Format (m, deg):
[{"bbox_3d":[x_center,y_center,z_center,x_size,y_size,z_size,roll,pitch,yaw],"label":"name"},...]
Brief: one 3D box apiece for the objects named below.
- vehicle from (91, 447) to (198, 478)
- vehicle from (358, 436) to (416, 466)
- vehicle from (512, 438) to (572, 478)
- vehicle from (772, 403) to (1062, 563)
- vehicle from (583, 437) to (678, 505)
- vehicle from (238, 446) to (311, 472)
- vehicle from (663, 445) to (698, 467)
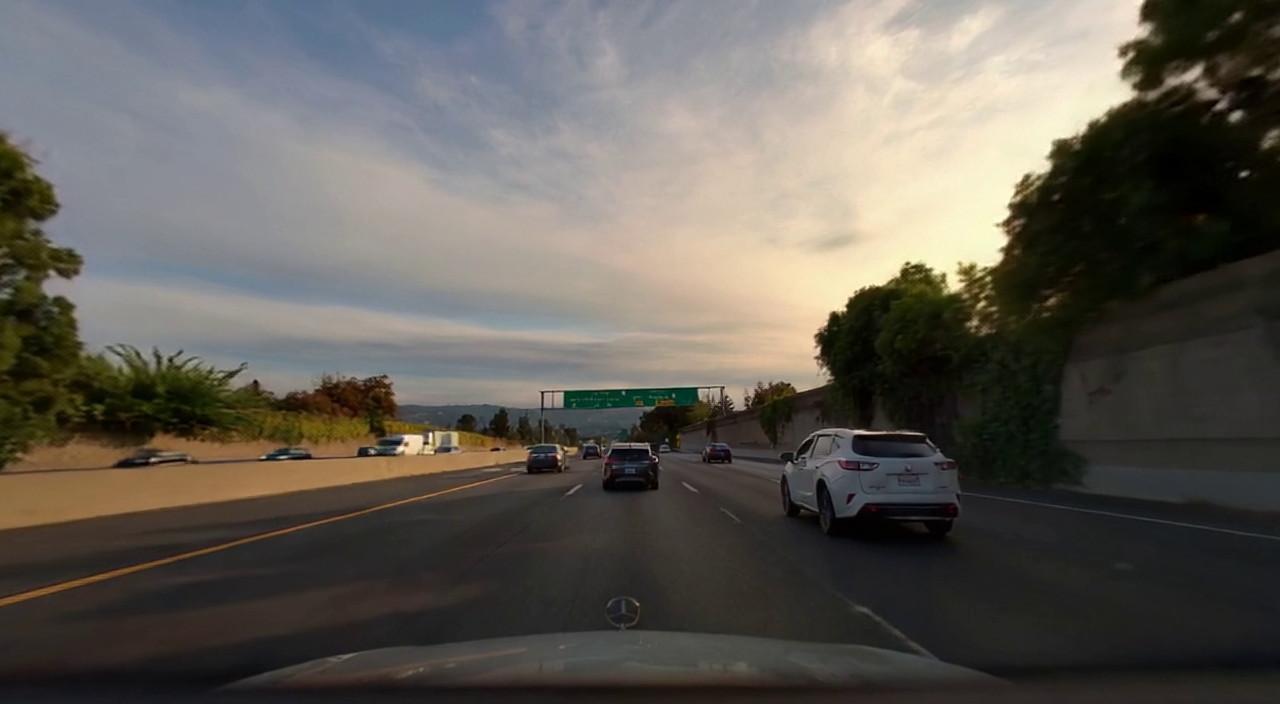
[{"bbox_3d":[-26.187,5.804,33.635,1.915,1.491,4.771,0,-8,-2],"label":"vehicle"},{"bbox_3d":[-18.757,7.383,47.152,2.233,2.092,5.457,0,-8,-3],"label":"vehicle"},{"bbox_3d":[-4.704,5.192,31.151,2.218,1.776,5.031,0,-8,-1],"label":"vehicle"},{"bbox_3d":[3.635,1.826,9.558,2.162,1.800,4.693,0,-8,-1],"label":"vehicle"},{"bbox_3d":[-0.264,2.920,15.941,2.098,1.475,3.997,0,-8,-2],"label":"vehicle"},{"bbox_3d":[-22.402,6.559,38.942,2.141,1.462,4.057,0,-8,-2],"label":"vehicle"},{"bbox_3d":[2.829,7.350,44.952,1.998,1.490,4.296,0,-8,-3],"label":"vehicle"}]
